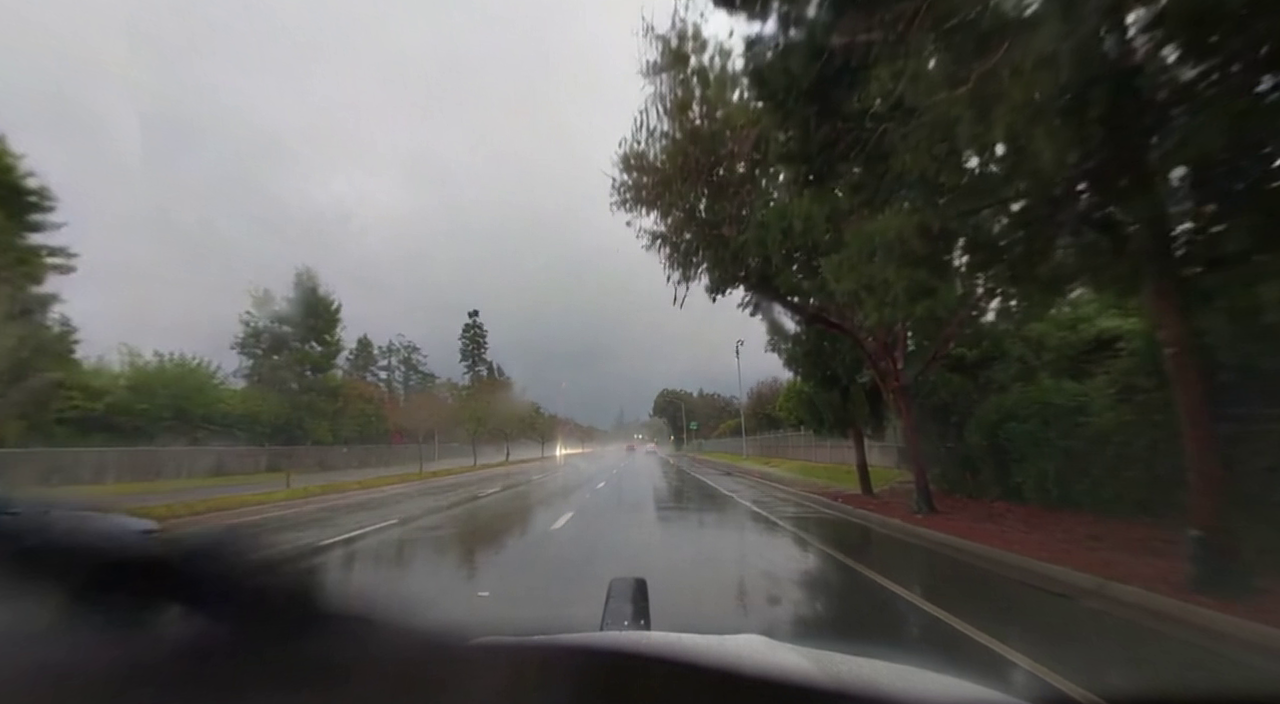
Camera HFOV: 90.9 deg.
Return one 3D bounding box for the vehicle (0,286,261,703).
[{"bbox_3d":[-3.246,0.572,1.127,2.160,1.855,4.695,0,-8,0],"label":"vehicle"}]
